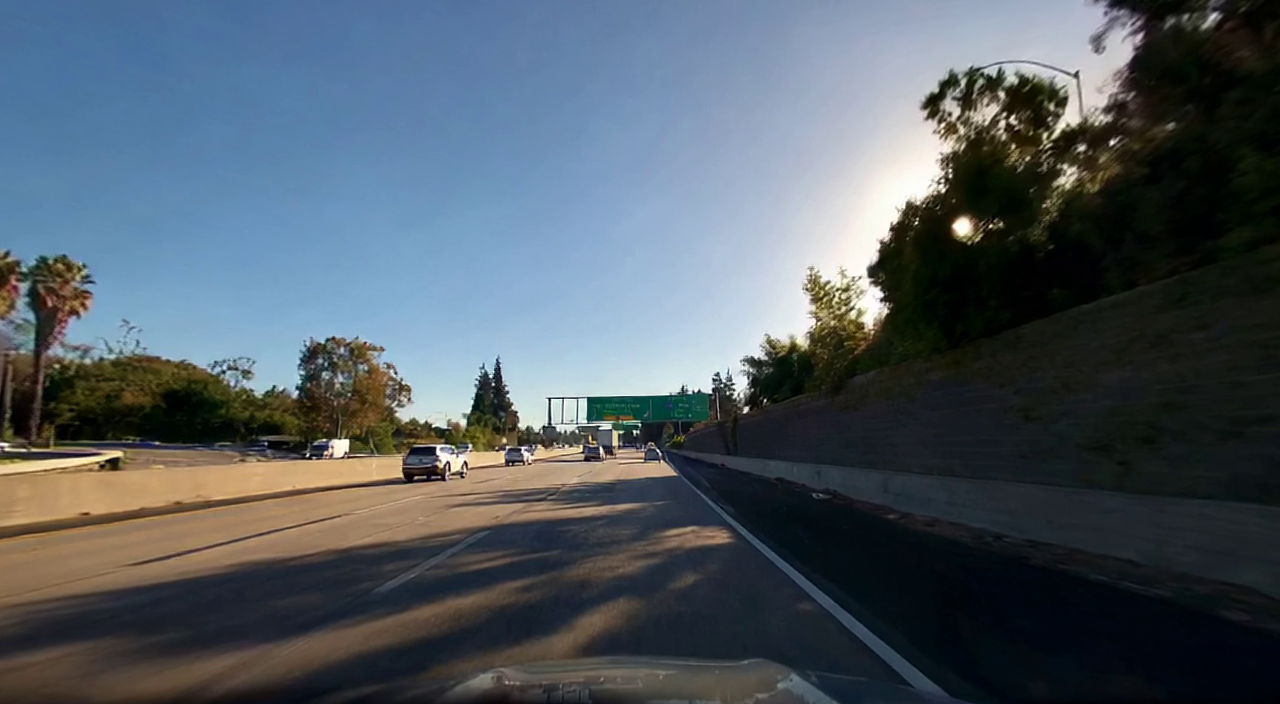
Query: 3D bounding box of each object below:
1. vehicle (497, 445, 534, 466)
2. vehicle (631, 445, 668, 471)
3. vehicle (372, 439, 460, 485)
[{"bbox_3d":[-8.920,7.416,45.507,1.865,1.413,4.178,0,-8,0],"label":"vehicle"},{"bbox_3d":[0.619,6.435,38.641,2.137,1.461,3.999,-1,-8,1],"label":"vehicle"},{"bbox_3d":[-8.453,4.160,24.237,1.954,1.605,4.023,0,-8,-1],"label":"vehicle"}]
